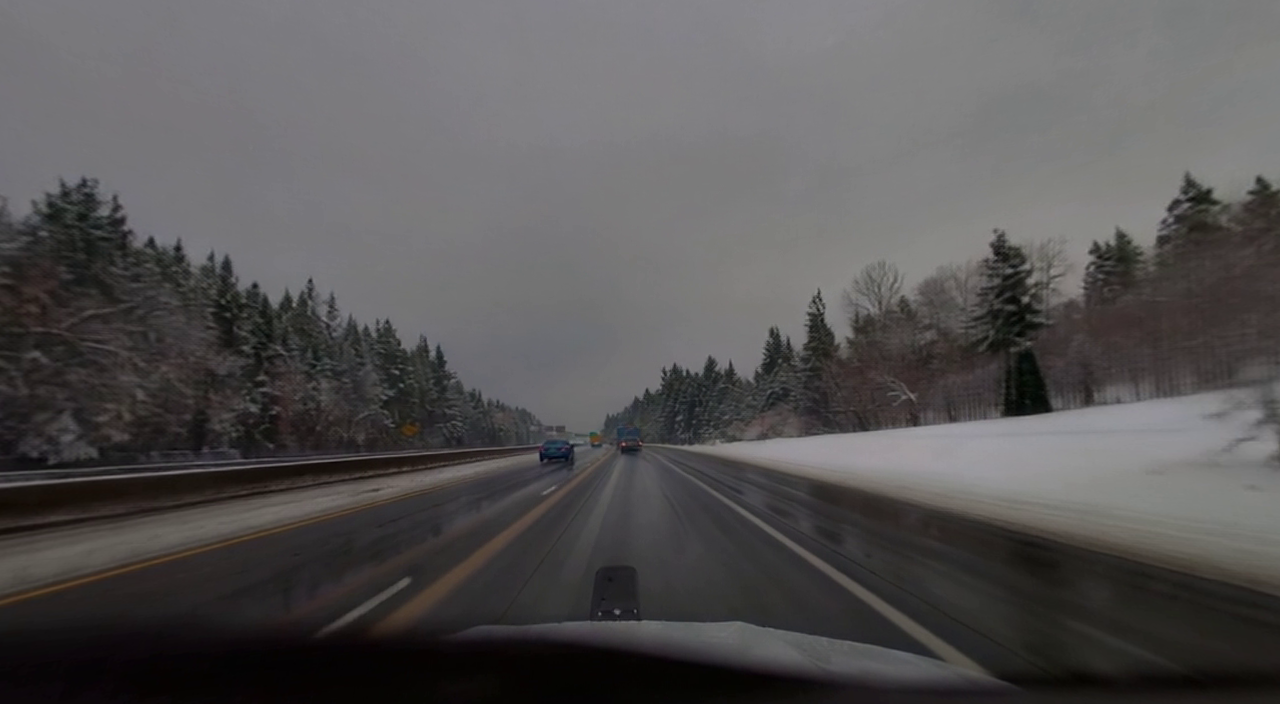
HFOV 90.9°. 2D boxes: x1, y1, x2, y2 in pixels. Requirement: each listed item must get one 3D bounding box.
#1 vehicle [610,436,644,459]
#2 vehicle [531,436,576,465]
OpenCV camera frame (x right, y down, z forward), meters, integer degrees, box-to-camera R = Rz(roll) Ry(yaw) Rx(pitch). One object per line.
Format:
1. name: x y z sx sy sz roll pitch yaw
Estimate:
1. vehicle: -0.858 6.435 42.748 2.162 1.460 4.242 0 -8 0
2. vehicle: -4.508 5.174 33.367 1.907 1.445 4.049 0 -8 -2
